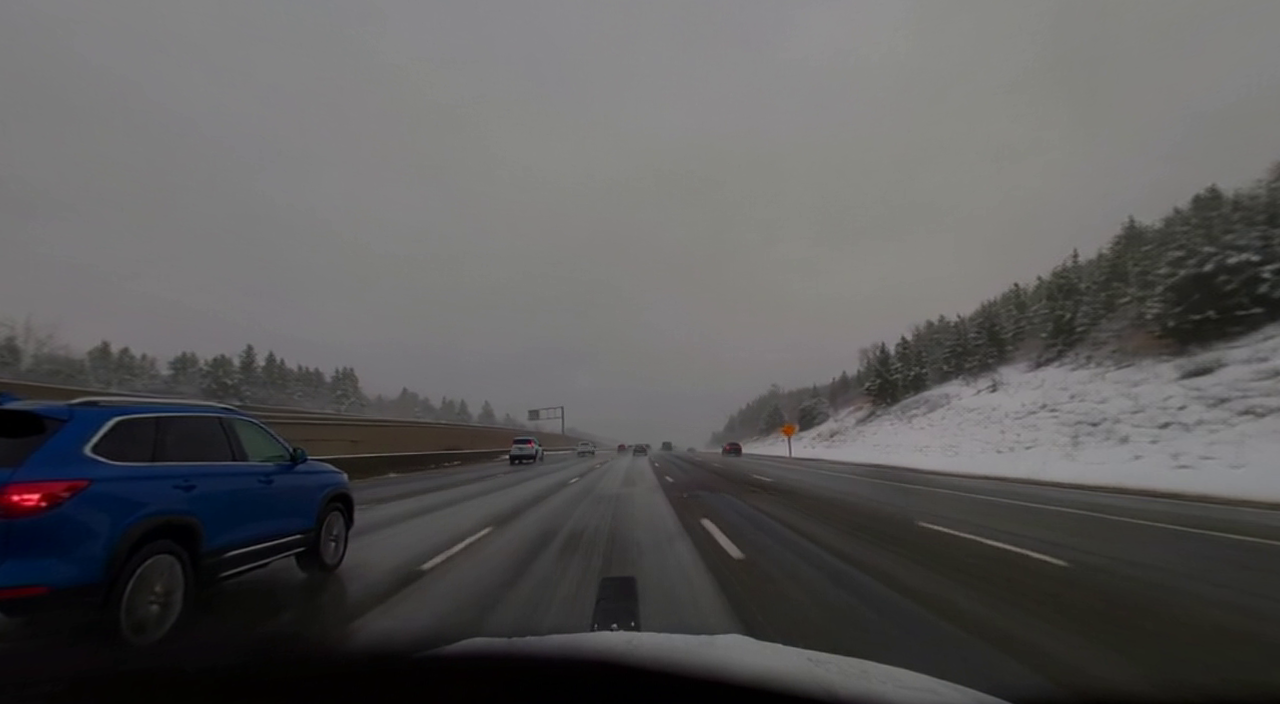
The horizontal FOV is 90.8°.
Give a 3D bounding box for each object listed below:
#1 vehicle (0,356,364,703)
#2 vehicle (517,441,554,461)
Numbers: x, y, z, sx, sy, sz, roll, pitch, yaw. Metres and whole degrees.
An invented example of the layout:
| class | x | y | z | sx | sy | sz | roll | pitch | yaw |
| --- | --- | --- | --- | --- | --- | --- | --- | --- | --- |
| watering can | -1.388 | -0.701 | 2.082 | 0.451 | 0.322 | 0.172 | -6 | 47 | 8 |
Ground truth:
| class | x | y | z | sx | sy | sz | roll | pitch | yaw |
| --- | --- | --- | --- | --- | --- | --- | --- | --- | --- |
| vehicle | -3.855 | 1.072 | 4.042 | 2.047 | 1.715 | 4.689 | 0 | -9 | 0 |
| vehicle | -8.029 | 7.693 | 48.989 | 2.054 | 1.474 | 4.450 | 0 | -9 | 1 |
